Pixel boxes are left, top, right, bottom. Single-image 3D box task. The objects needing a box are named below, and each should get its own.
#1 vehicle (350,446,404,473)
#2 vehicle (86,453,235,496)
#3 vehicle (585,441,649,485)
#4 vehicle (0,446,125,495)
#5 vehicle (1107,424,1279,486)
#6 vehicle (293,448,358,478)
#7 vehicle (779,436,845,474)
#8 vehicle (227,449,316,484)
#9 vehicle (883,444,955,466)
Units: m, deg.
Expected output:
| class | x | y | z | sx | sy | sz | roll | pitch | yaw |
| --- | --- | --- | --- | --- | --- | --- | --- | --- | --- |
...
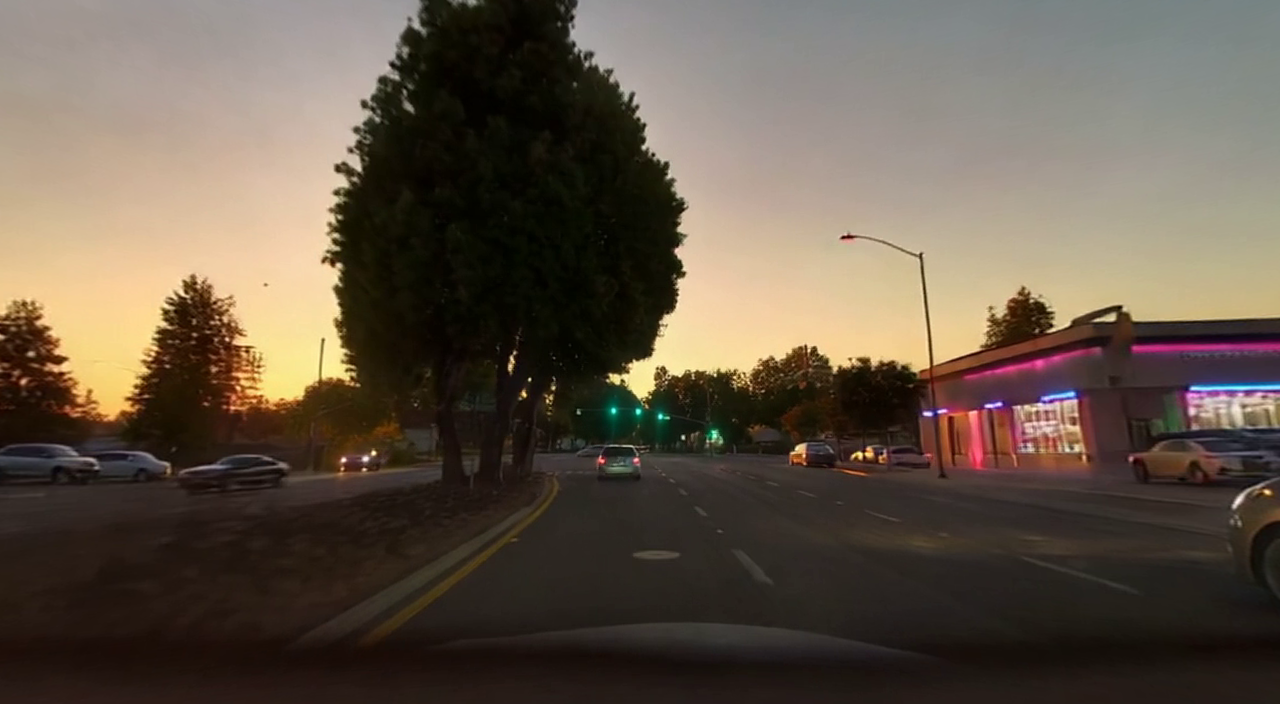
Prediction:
| class | x | y | z | sx | sy | sz | roll | pitch | yaw |
| --- | --- | --- | --- | --- | --- | --- | --- | --- | --- |
| vehicle | -19.112 | 7.818 | 46.187 | 2.027 | 1.831 | 4.644 | 0 | -9 | -1 |
| vehicle | -19.322 | 4.929 | 25.852 | 2.083 | 1.481 | 5.103 | 0 | -9 | 0 |
| vehicle | -0.897 | 4.093 | 23.616 | 2.185 | 1.473 | 3.925 | 0 | -9 | -3 |
| vehicle | -24.220 | 4.786 | 26.007 | 1.985 | 1.821 | 4.774 | 0 | -9 | -1 |
| vehicle | 18.801 | 3.361 | 20.873 | 2.253 | 1.771 | 5.722 | 0 | -9 | -2 |
| vehicle | -19.399 | 6.859 | 39.249 | 1.905 | 1.698 | 4.408 | 0 | -9 | -3 |
| vehicle | 10.198 | 6.175 | 38.073 | 2.266 | 2.118 | 5.742 | 0 | -9 | -1 |
| vehicle | -19.187 | 5.953 | 33.145 | 1.896 | 1.620 | 4.542 | -2 | -8 | 1 |
| vehicle | 19.417 | 7.157 | 43.976 | 4.212 | 1.436 | 1.919 | -6 | -10 | 34 |
